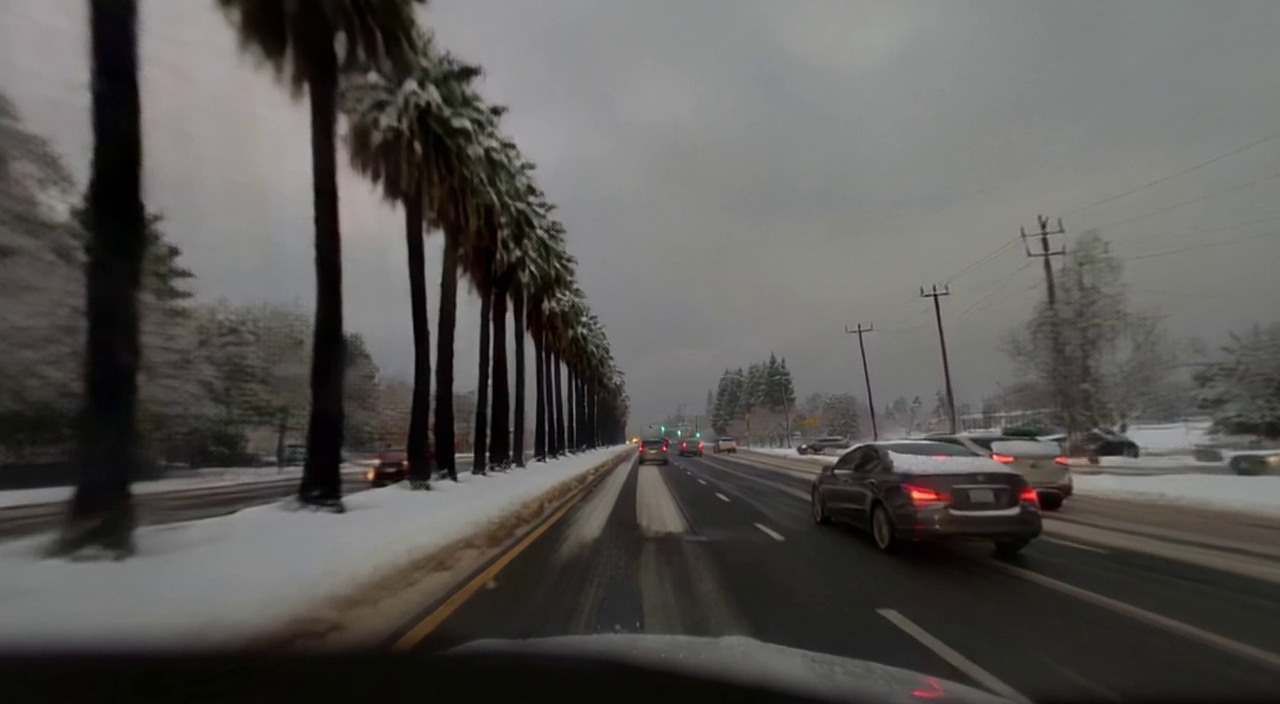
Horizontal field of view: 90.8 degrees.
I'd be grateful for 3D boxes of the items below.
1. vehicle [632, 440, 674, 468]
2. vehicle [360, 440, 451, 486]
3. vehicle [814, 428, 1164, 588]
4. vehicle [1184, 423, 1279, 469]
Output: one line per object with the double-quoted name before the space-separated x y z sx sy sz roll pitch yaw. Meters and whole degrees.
"vehicle" 0.644 5.545 34.540 2.031 1.444 4.361 0 -8 -2
"vehicle" -10.383 4.934 28.464 2.238 1.766 4.710 -3 -8 1
"vehicle" 3.846 1.770 8.107 1.875 1.452 4.453 0 -8 -1
"vehicle" 27.140 4.096 27.562 2.218 1.864 4.957 0 -8 -2
